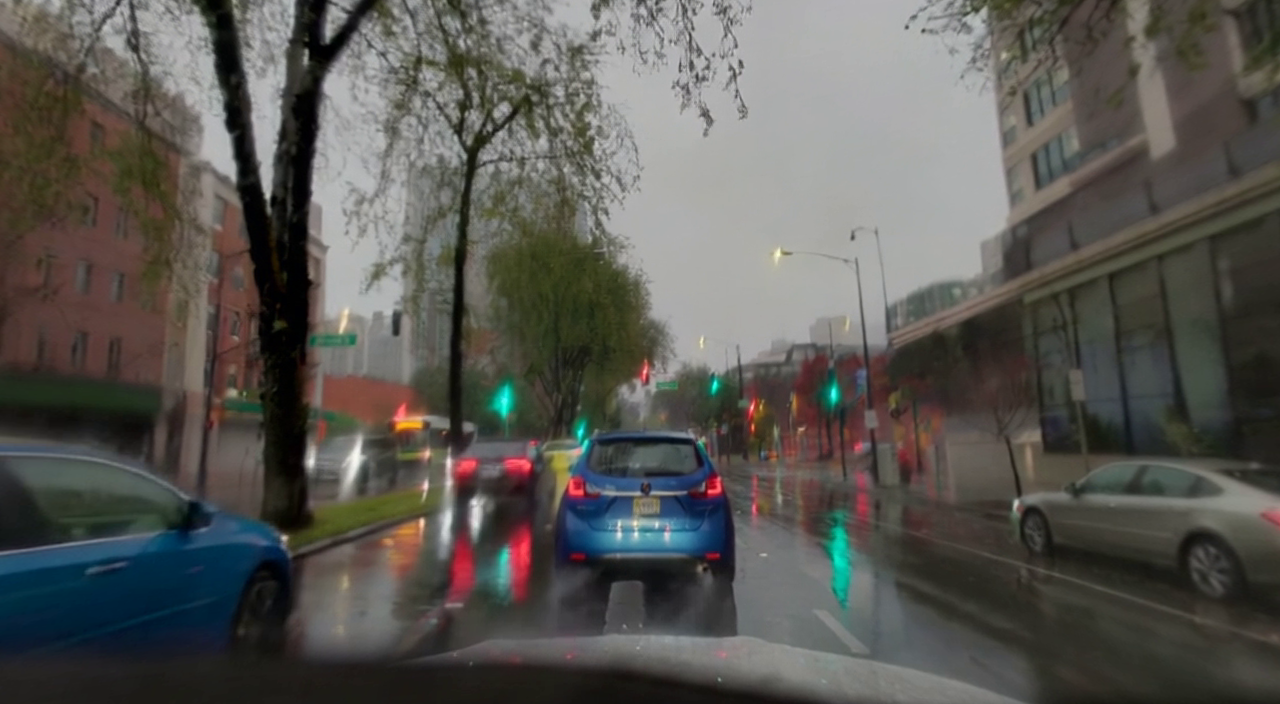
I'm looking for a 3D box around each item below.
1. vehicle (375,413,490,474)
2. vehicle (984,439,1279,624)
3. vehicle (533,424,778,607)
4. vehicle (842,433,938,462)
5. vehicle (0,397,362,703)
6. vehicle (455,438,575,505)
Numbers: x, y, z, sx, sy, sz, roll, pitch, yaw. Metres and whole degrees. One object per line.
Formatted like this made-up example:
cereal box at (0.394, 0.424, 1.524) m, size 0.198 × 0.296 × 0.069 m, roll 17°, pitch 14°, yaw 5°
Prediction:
vehicle at (-13.007, 6.034, 41.396) m, size 3.071 × 3.337 × 13.201 m, roll 0°, pitch -9°, yaw 0°
vehicle at (6.000, 1.708, 6.906) m, size 1.873 × 1.453 × 4.579 m, roll 0°, pitch -9°, yaw 0°
vehicle at (0.106, 1.623, 7.061) m, size 2.022 × 1.481 × 3.564 m, roll 0°, pitch -9°, yaw -1°
vehicle at (16.395, 6.266, 41.511) m, size 5.345 × 1.811 × 2.175 m, roll 0°, pitch -9°, yaw -1°
vehicle at (-3.090, 0.966, 2.468) m, size 1.970 × 1.492 × 4.534 m, roll 0°, pitch -9°, yaw -1°
vehicle at (-3.010, 2.982, 16.175) m, size 2.131 × 1.486 × 4.089 m, roll 0°, pitch -9°, yaw 2°
